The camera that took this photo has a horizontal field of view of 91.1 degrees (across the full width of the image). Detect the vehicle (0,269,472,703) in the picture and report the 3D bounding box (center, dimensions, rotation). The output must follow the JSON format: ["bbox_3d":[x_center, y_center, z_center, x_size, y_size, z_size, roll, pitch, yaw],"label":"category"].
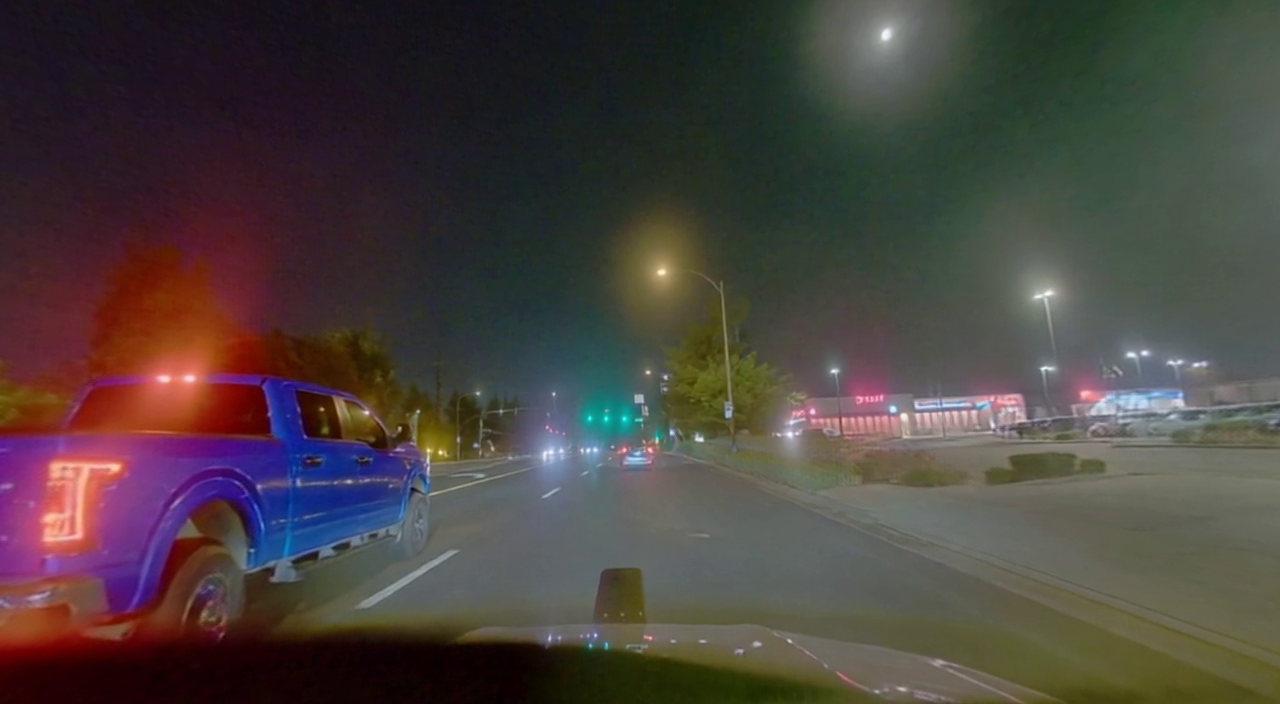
[{"bbox_3d":[-3.653,1.081,4.883,2.552,2.079,6.810,0,-8,3],"label":"vehicle"}]

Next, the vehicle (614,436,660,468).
[{"bbox_3d":[-0.141,5.082,32.127,2.191,1.530,4.470,0,-8,0],"label":"vehicle"}]

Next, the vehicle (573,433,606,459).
[{"bbox_3d":[-3.952,7.478,49.960,2.243,1.976,4.514,0,-8,1],"label":"vehicle"}]

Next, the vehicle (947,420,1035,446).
[{"bbox_3d":[22.732,5.306,40.778,4.767,1.443,1.978,-7,-11,28],"label":"vehicle"}]

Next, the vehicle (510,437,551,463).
[{"bbox_3d":[-8.117,7.312,47.061,2.146,1.788,5.153,0,-8,1],"label":"vehicle"}]

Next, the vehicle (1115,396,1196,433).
[{"bbox_3d":[34.672,4.277,42.177,5.297,2.323,2.378,4,-9,-31],"label":"vehicle"}]
